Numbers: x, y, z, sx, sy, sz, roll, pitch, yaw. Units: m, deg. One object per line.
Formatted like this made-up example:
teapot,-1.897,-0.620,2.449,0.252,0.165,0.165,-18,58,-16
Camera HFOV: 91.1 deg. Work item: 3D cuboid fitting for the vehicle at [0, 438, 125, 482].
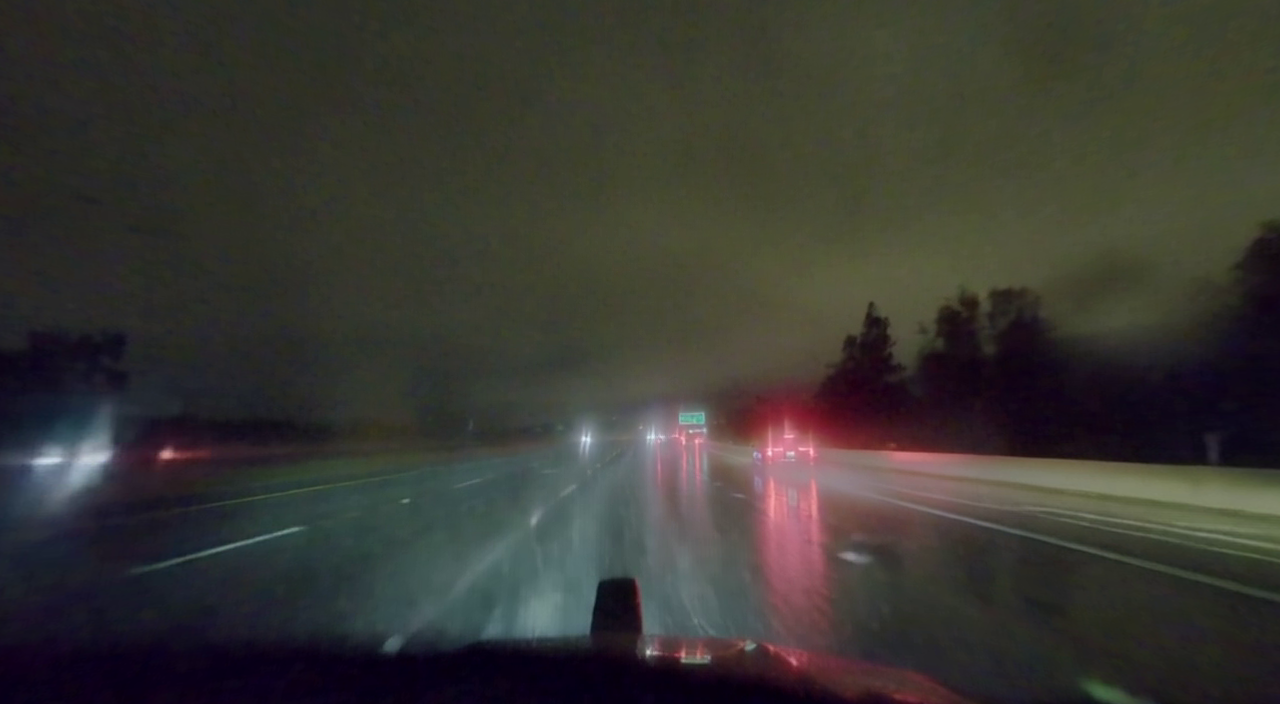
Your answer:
vehicle,-22.327,4.024,23.884,1.820,1.504,4.417,0,-8,-1
